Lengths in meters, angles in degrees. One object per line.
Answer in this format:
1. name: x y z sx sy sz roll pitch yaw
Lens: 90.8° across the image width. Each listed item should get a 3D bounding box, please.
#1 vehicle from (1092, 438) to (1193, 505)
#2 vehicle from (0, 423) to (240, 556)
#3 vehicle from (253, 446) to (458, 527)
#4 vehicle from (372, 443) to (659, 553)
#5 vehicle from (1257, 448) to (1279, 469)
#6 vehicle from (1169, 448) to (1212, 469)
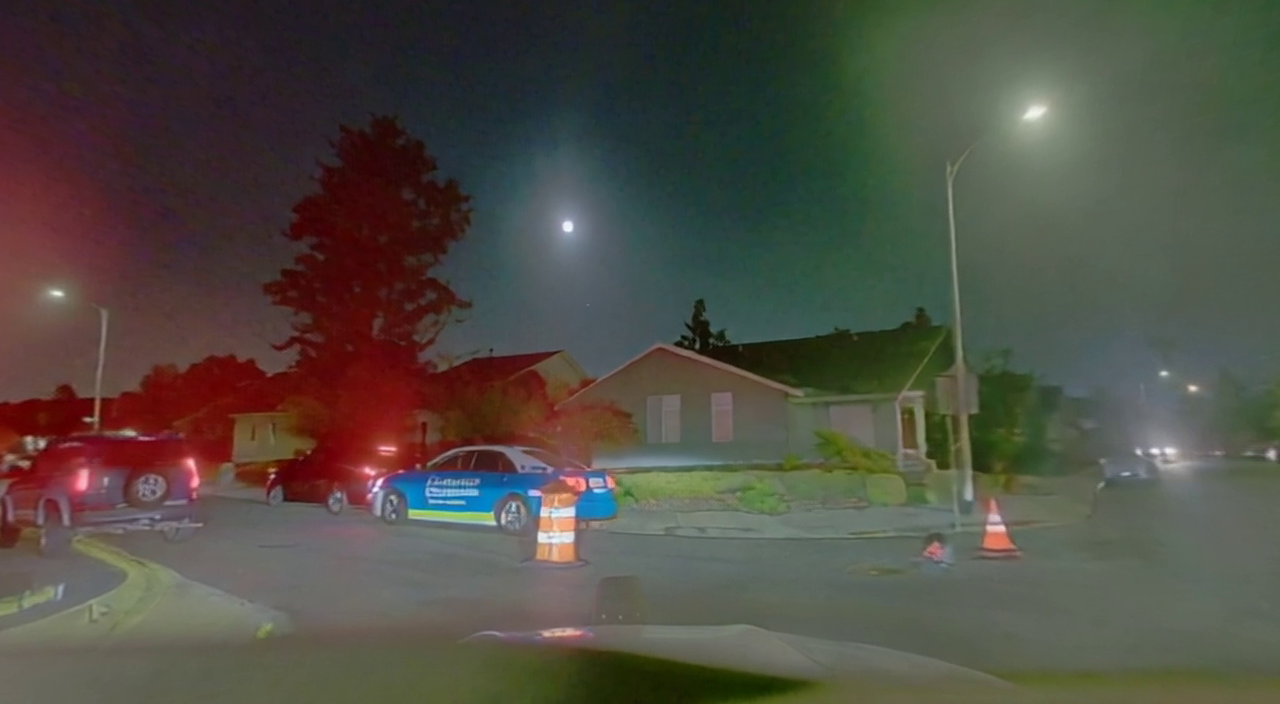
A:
1. vehicle: 15.036 3.504 18.983 2.014 1.742 4.297 -7 -11 37
2. vehicle: -8.942 2.159 10.623 4.094 1.748 2.350 -7 -11 38
3. vehicle: -6.598 2.931 14.459 5.022 1.497 1.996 -6 -10 36
4. vehicle: -2.287 2.401 11.233 4.710 1.515 2.400 -6 -11 36
5. vehicle: 45.287 7.532 44.763 1.673 1.444 4.225 -7 -11 38
6. vehicle: 40.403 7.781 46.472 2.078 1.445 4.058 -7 -11 38
